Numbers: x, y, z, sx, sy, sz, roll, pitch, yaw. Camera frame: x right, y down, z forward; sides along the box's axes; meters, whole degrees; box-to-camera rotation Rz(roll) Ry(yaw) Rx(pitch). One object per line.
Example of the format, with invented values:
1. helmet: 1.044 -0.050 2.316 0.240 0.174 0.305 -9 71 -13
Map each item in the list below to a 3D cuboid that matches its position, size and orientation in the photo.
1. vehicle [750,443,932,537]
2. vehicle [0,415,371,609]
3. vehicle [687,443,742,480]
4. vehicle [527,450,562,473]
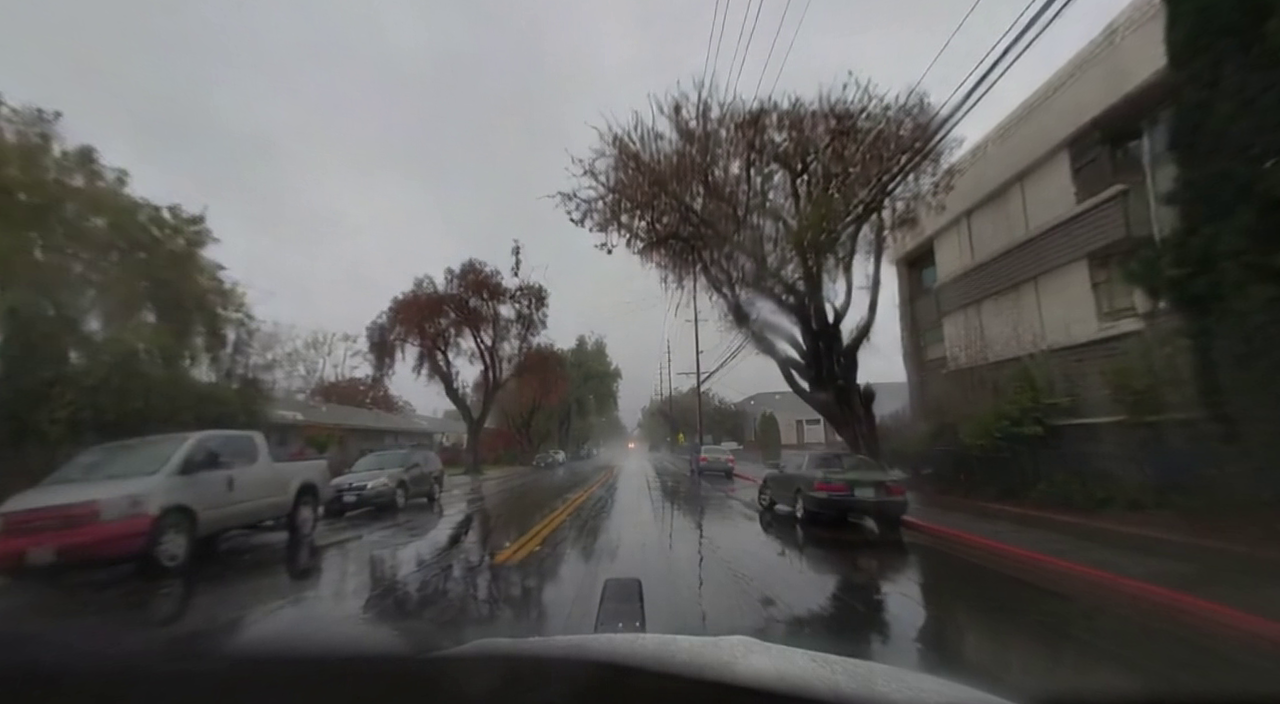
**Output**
1. vehicle: 3.428 2.402 11.746 1.802 1.382 4.300 0 -8 -2
2. vehicle: -6.294 2.080 9.263 2.382 1.869 5.476 -4 -9 0
3. vehicle: 3.154 4.702 27.425 1.843 1.495 3.930 0 -8 -1
4. vehicle: -6.679 7.680 44.613 1.815 1.402 4.559 -4 -8 -2
